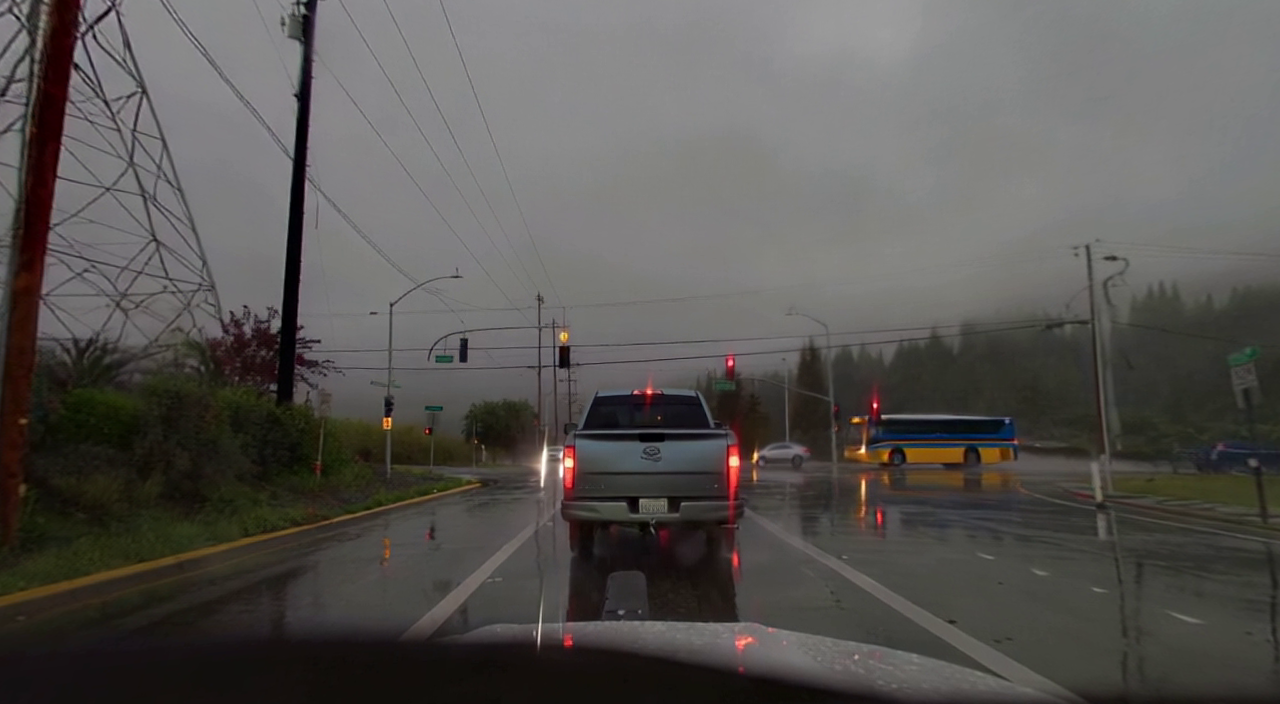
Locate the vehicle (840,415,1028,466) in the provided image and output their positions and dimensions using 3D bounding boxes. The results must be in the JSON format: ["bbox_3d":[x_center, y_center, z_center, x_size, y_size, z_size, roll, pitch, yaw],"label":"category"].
[{"bbox_3d":[19.150,5.888,41.813,10.726,3.128,3.003,-1,-8,3],"label":"vehicle"}]

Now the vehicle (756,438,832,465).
[{"bbox_3d":[11.386,7.360,46.729,5.235,1.878,2.107,-3,-9,14],"label":"vehicle"}]

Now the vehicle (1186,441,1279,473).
[{"bbox_3d":[30.457,5.233,31.729,4.520,1.496,2.060,1,-8,-10],"label":"vehicle"}]

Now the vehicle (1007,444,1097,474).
[{"bbox_3d":[29.122,7.565,44.738,5.077,2.008,1.991,1,-9,-4],"label":"vehicle"}]

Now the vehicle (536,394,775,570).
[{"bbox_3d":[0.118,1.878,10.000,2.707,1.964,5.485,0,-8,-1],"label":"vehicle"}]
